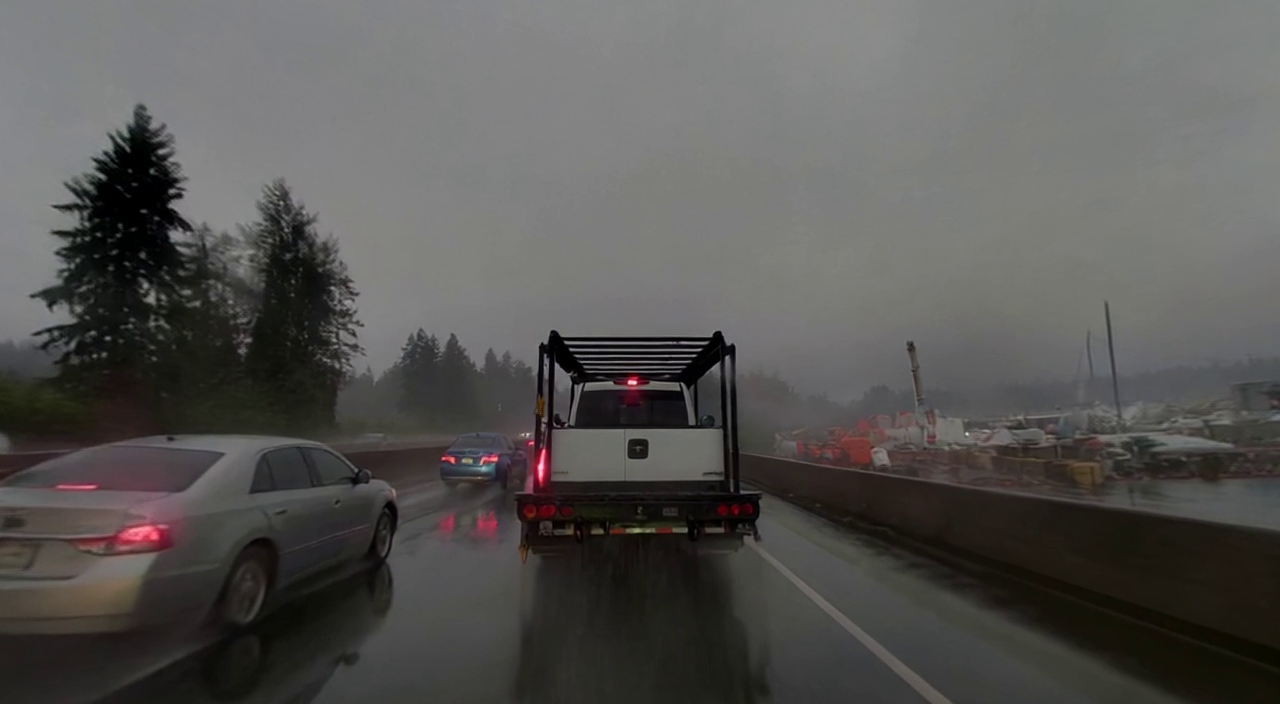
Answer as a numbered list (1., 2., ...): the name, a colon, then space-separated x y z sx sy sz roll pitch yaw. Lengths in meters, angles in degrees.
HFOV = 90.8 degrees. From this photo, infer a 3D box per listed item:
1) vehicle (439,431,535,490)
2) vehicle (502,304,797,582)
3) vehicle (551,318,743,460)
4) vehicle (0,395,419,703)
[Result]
1. vehicle: -4.803 3.477 20.520 2.057 1.665 4.572 0 -9 -1
2. vehicle: -0.174 1.607 11.194 2.735 2.597 10.435 1 -9 -3
3. vehicle: -0.032 0.763 9.511 2.156 1.604 4.680 0 -9 -3
4. vehicle: -3.916 1.338 5.582 2.155 1.513 4.964 0 -9 0
